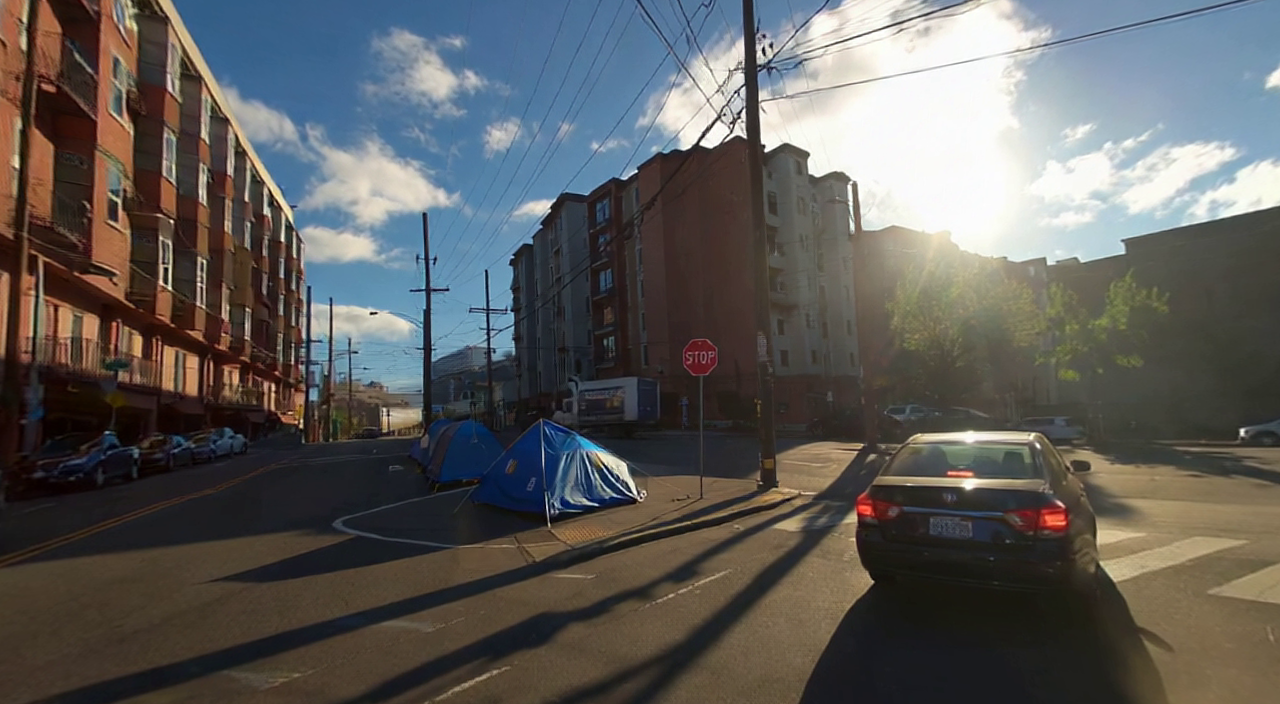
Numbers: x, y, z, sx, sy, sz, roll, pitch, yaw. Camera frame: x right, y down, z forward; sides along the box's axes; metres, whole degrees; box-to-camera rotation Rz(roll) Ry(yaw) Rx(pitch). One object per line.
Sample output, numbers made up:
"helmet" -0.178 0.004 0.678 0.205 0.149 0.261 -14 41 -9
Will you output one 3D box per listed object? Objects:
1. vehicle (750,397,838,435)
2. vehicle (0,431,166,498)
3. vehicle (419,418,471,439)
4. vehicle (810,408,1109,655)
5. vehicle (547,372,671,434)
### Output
"vehicle" 8.225 3.514 34.029 1.805 1.694 4.214 10 -15 -44
"vehicle" -17.194 3.463 19.918 2.054 1.800 5.212 3 -9 -20
"vehicle" -15.259 5.997 49.269 2.089 1.506 4.641 7 -11 -41
"vehicle" 3.406 1.544 6.595 1.945 1.647 4.160 -6 -10 32
"vehicle" -1.876 3.023 35.528 7.172 3.075 2.584 -7 -10 41
